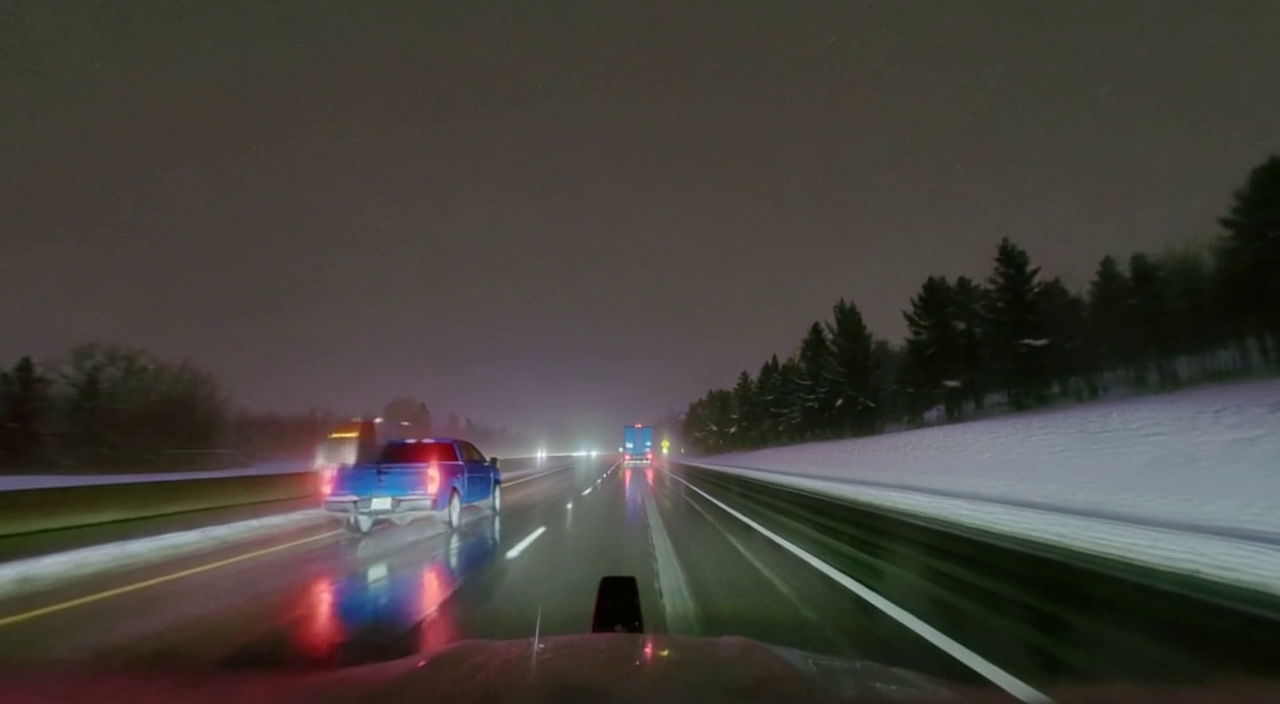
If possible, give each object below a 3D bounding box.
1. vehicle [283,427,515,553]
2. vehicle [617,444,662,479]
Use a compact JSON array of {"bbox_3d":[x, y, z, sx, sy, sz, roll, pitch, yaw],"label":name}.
[{"bbox_3d":[-3.717,2.234,10.850,2.181,1.653,4.691,0,-9,0],"label":"vehicle"},{"bbox_3d":[-0.035,5.795,33.339,2.230,1.715,4.243,0,-9,-1],"label":"vehicle"}]
